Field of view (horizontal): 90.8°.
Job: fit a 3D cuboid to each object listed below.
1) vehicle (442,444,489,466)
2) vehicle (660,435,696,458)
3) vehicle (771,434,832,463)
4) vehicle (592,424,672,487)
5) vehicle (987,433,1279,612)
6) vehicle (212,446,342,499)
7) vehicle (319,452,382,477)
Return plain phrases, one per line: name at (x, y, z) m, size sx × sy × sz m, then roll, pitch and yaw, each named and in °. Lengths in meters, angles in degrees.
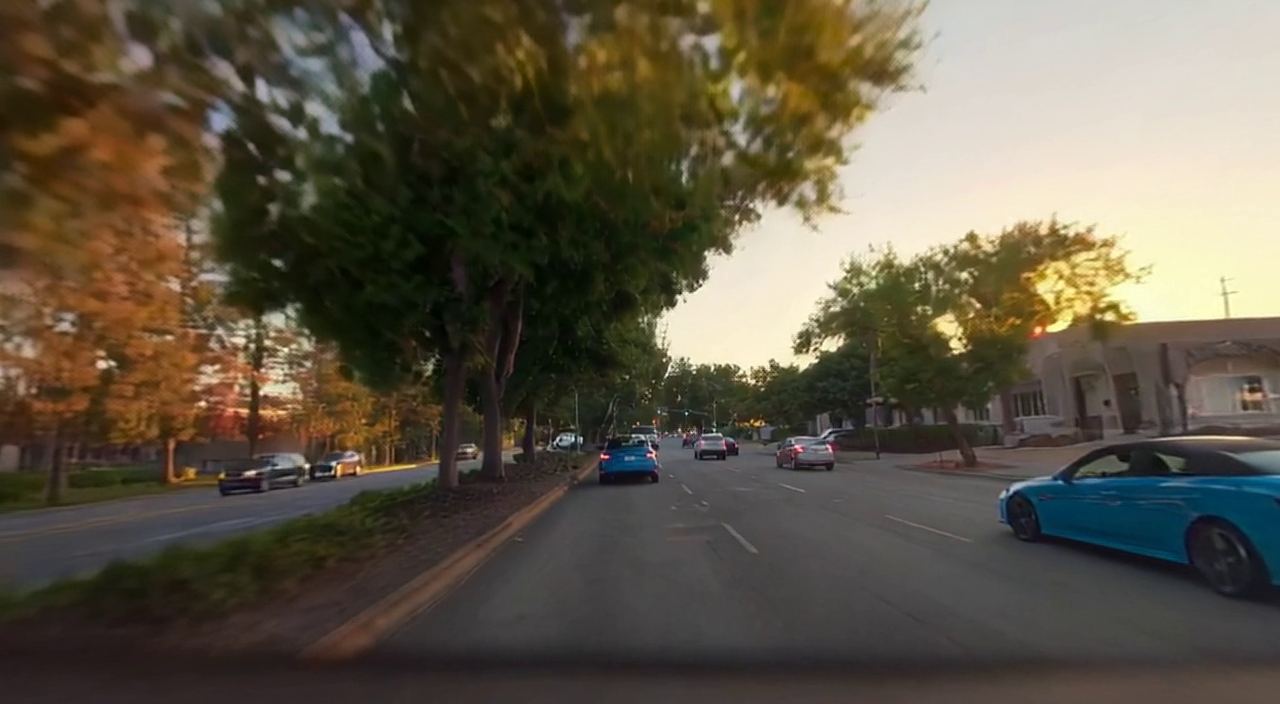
vehicle at (-13.348, 7.918, 48.703) m, size 2.217 × 1.519 × 4.724 m, roll -1°, pitch -9°, yaw 1°
vehicle at (2.517, 6.494, 43.283) m, size 2.078 × 1.471 × 4.142 m, roll 0°, pitch -9°, yaw -2°
vehicle at (8.849, 5.371, 35.068) m, size 2.045 × 1.484 × 4.342 m, roll 0°, pitch -9°, yaw -2°
vehicle at (-0.256, 3.263, 20.044) m, size 2.266 × 1.762 × 4.131 m, roll 0°, pitch -9°, yaw -1°
vehicle at (5.754, 1.464, 6.087) m, size 2.258 × 1.294 × 4.312 m, roll 0°, pitch -9°, yaw -2°
vehicle at (-13.899, 4.614, 24.626) m, size 2.080 × 1.821 × 4.833 m, roll -1°, pitch -9°, yaw 1°
vehicle at (-19.411, 7.547, 42.598) m, size 1.879 × 1.513 × 4.466 m, roll -1°, pitch -9°, yaw 3°
